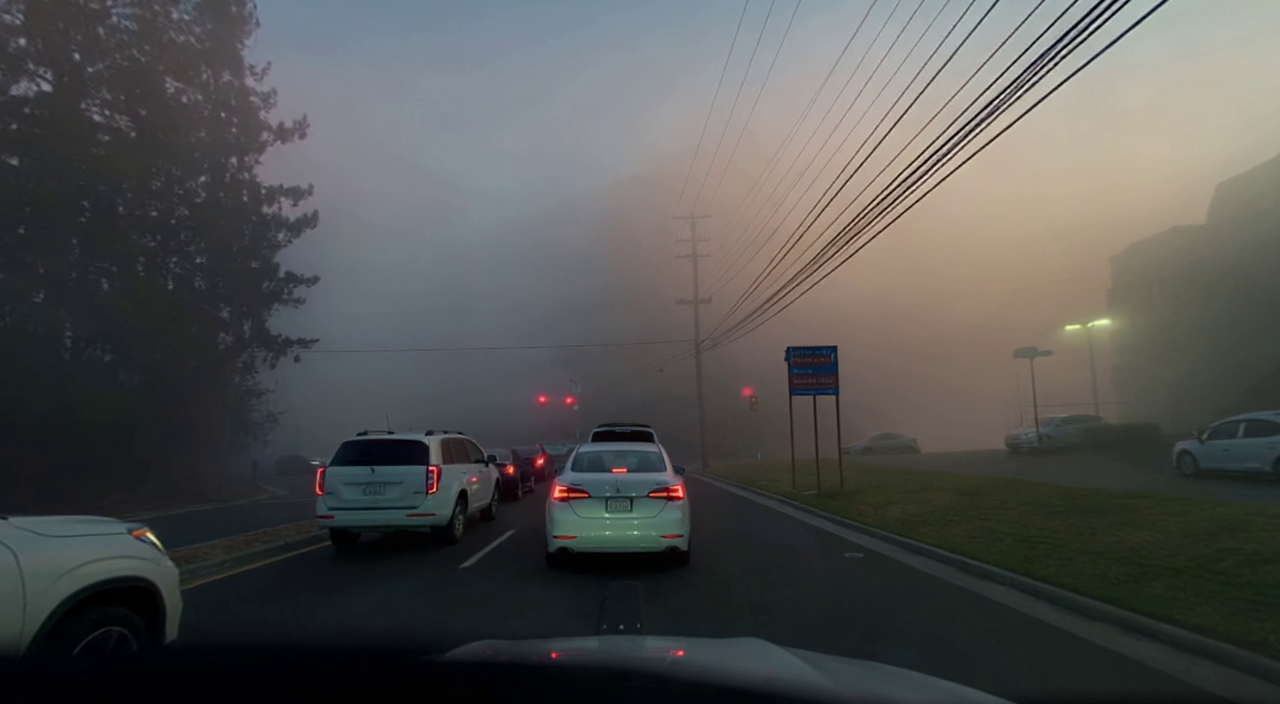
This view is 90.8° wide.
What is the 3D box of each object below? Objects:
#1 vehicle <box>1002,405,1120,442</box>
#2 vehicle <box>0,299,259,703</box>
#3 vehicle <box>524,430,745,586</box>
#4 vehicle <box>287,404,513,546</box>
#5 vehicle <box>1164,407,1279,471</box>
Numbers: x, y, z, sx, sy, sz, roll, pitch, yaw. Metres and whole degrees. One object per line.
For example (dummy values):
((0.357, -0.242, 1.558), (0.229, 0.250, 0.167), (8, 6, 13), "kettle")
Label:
((26.844, 4.638, 40.509), (5.782, 2.286, 2.223), (-1, -9, 4), "vehicle")
((-3.592, 0.629, 1.528), (2.085, 1.943, 5.053), (0, -8, 1), "vehicle")
((-0.100, 1.802, 8.140), (2.121, 1.474, 3.968), (0, -8, -2), "vehicle")
((-3.851, 2.088, 11.370), (2.147, 1.963, 4.927), (0, -8, 0), "vehicle")
((17.026, 2.542, 18.290), (1.858, 1.622, 4.491), (-5, -10, 28), "vehicle")
